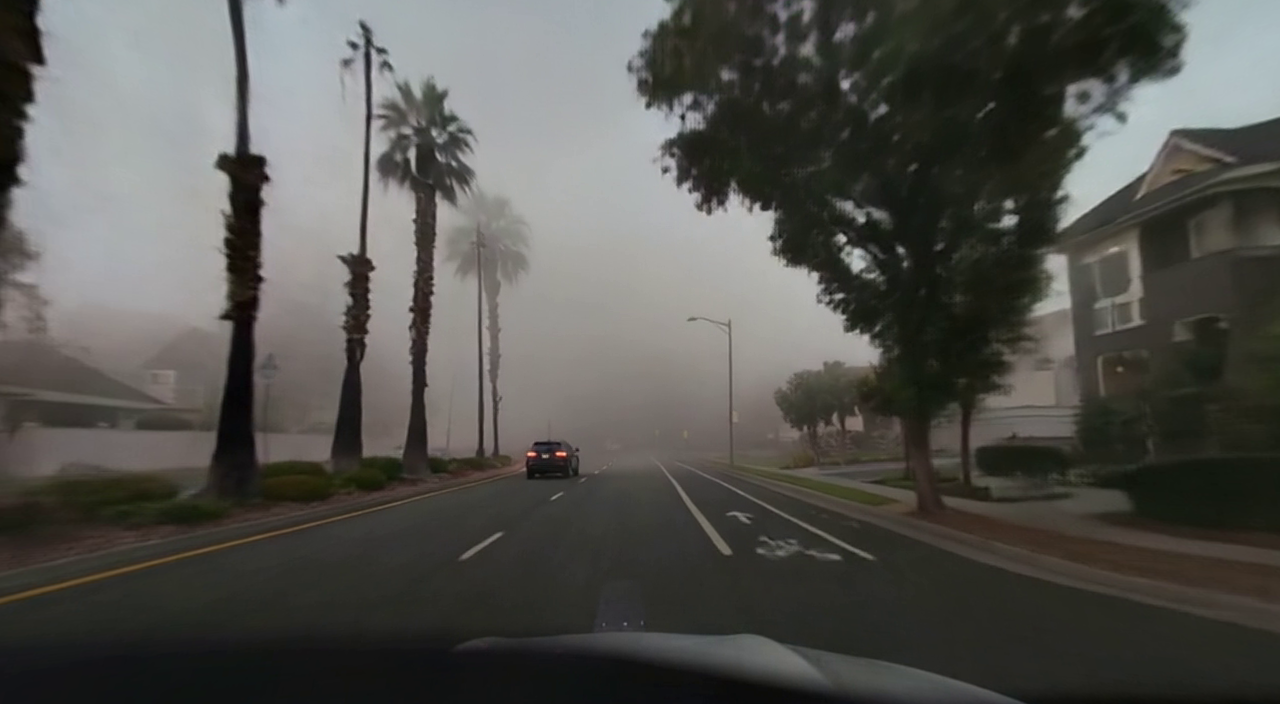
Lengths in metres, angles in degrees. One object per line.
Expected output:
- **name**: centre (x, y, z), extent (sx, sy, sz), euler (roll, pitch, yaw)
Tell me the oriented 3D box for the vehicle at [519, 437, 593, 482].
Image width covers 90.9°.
- **vehicle**: centre (-3.010, 3.979, 23.616), extent (2.075, 1.498, 4.730), euler (0, -8, 1)
